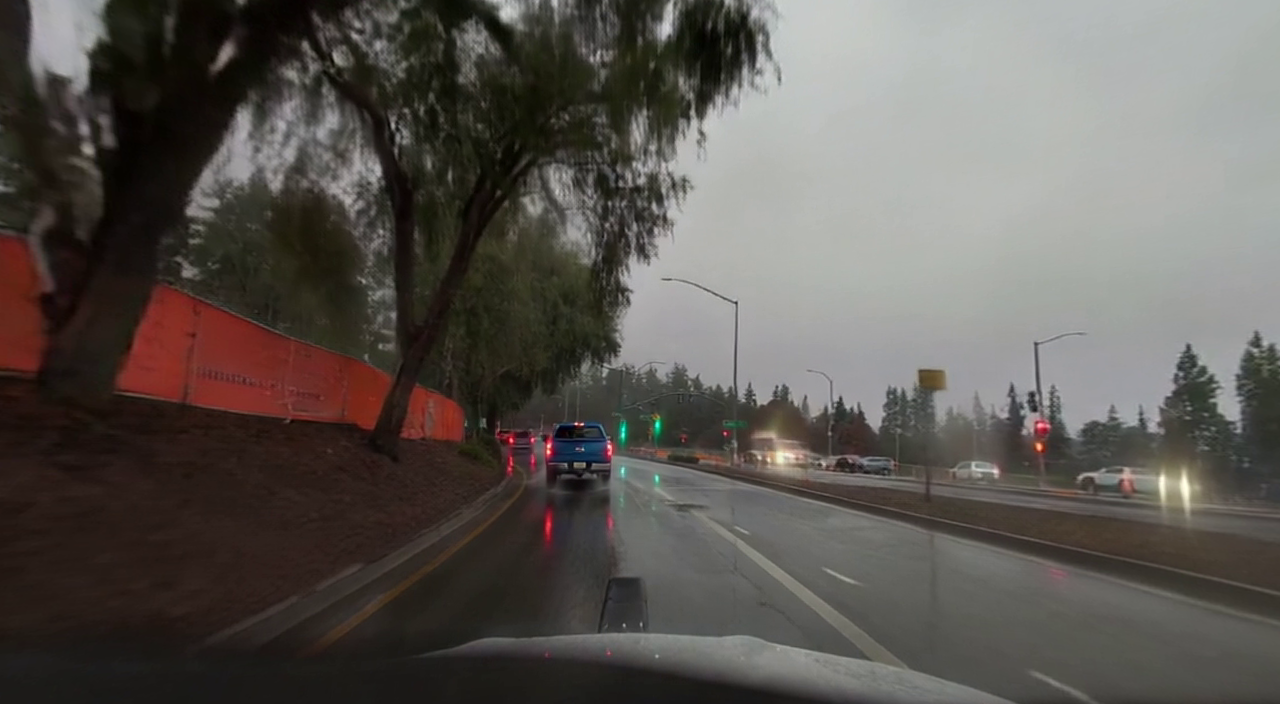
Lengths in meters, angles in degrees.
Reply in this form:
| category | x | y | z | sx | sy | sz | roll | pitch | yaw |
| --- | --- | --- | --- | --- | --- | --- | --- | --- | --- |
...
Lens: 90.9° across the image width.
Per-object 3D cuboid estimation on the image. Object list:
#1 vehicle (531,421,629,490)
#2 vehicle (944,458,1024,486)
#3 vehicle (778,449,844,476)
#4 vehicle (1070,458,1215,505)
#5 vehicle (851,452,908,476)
| category | x | y | z | sx | sy | sz | roll | pitch | yaw |
| --- | --- | --- | --- | --- | --- | --- | --- | --- | --- |
| vehicle | -1.793 | 2.972 | 18.474 | 2.436 | 1.698 | 5.322 | 1 | -8 | -6 |
| vehicle | 20.951 | 7.282 | 38.622 | 1.805 | 1.494 | 4.362 | 2 | -8 | -12 |
| vehicle | 10.374 | 6.697 | 38.538 | 1.838 | 1.494 | 4.553 | 2 | -8 | -14 |
| vehicle | 22.677 | 5.804 | 28.793 | 1.938 | 1.781 | 5.078 | 1 | -8 | -9 |
| vehicle | 18.472 | 8.605 | 48.891 | 1.841 | 1.673 | 4.470 | 2 | -8 | -13 |
